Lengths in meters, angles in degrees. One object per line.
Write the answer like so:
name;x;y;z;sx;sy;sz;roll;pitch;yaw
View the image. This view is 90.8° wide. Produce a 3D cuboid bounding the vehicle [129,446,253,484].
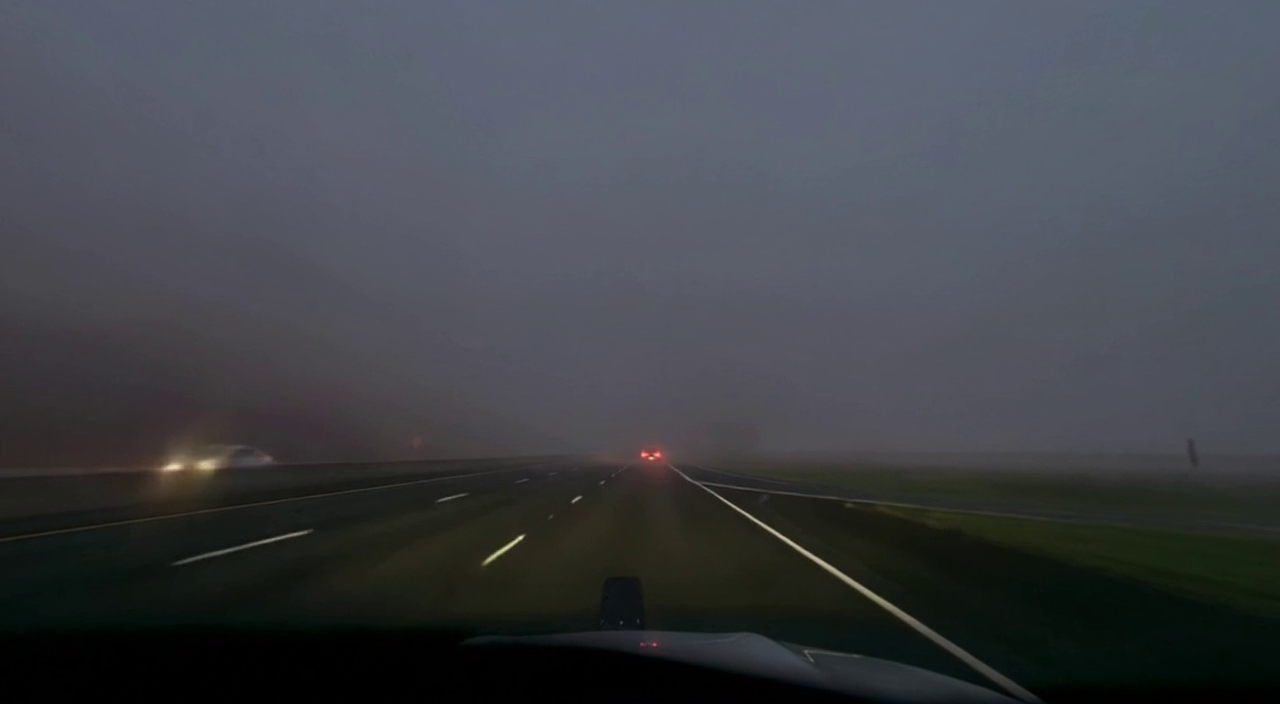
vehicle;-19.925;5.008;28.303;2.124;1.553;4.552;0;-9;1
